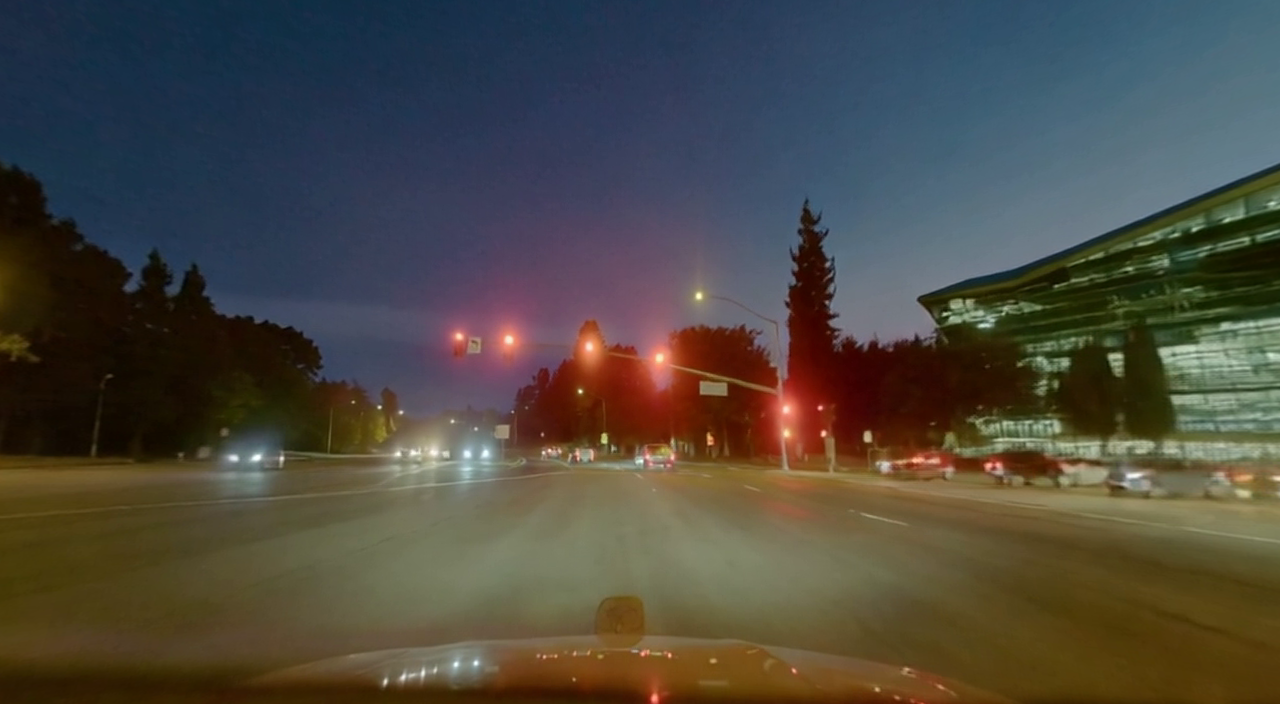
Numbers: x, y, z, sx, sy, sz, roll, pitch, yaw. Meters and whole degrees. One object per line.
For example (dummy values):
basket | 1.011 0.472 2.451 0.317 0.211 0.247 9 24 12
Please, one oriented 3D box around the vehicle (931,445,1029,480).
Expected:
vehicle | 16.681 5.409 31.019 4.154 1.603 1.834 4 -9 -20

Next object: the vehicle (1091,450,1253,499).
vehicle | 17.267 3.931 20.530 4.538 1.417 1.948 4 -9 -21

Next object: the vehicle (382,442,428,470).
vehicle | -15.035 6.652 40.635 1.989 1.619 4.612 2 -7 -11

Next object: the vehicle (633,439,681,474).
vehicle | 0.845 5.557 33.750 2.024 1.724 3.928 2 -9 -7

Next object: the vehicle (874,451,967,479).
vehicle | 15.392 6.202 34.721 4.490 1.430 1.996 4 -9 -20

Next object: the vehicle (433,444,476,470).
vehicle | -12.188 6.921 41.757 1.961 1.492 4.479 1 -7 -7

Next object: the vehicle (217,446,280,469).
vehicle | -27.734 7.479 44.981 2.020 1.515 4.808 2 -9 -9

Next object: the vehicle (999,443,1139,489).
vehicle | 16.635 4.404 24.545 4.501 1.631 2.165 4 -9 -20
